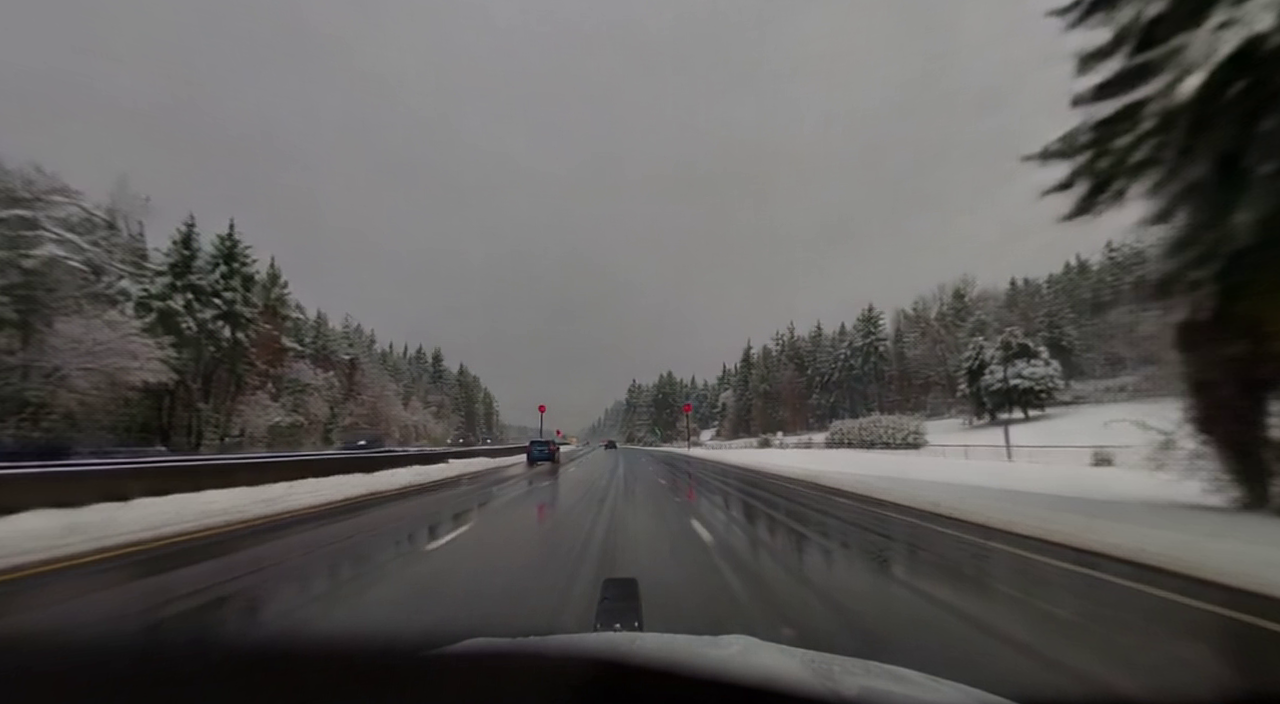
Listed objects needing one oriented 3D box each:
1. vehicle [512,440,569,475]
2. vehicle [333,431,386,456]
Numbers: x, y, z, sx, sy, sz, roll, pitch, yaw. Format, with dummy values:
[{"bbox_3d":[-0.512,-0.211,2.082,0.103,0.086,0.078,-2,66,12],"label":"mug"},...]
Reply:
[{"bbox_3d":[-4.145,4.431,26.795,1.874,1.369,3.875,0,-8,-1],"label":"vehicle"},{"bbox_3d":[-20.682,6.756,46.702,1.923,1.691,4.650,0,-8,-1],"label":"vehicle"}]
